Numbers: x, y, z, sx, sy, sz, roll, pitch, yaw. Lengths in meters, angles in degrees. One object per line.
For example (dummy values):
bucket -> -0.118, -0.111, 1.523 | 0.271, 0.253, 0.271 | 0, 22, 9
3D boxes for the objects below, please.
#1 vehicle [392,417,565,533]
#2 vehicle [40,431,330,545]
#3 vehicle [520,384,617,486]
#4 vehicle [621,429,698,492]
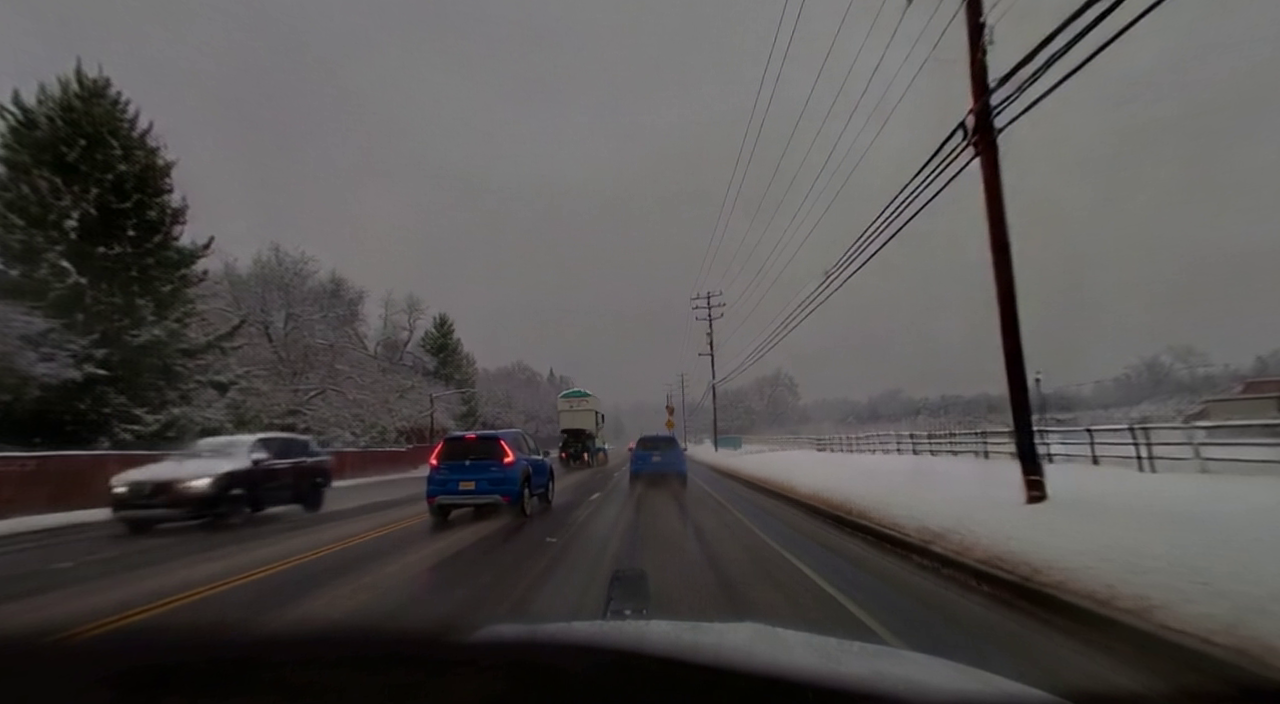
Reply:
vehicle -> -2.847, 2.307, 12.362 | 2.093, 1.832, 4.508 | 0, -9, 1
vehicle -> -8.642, 2.591, 12.800 | 2.089, 1.825, 5.025 | 0, -9, 0
vehicle -> -2.751, 3.794, 28.133 | 2.928, 3.658, 10.953 | 0, -9, 1
vehicle -> 0.589, 3.359, 19.828 | 2.174, 1.749, 4.113 | 0, -9, 1
